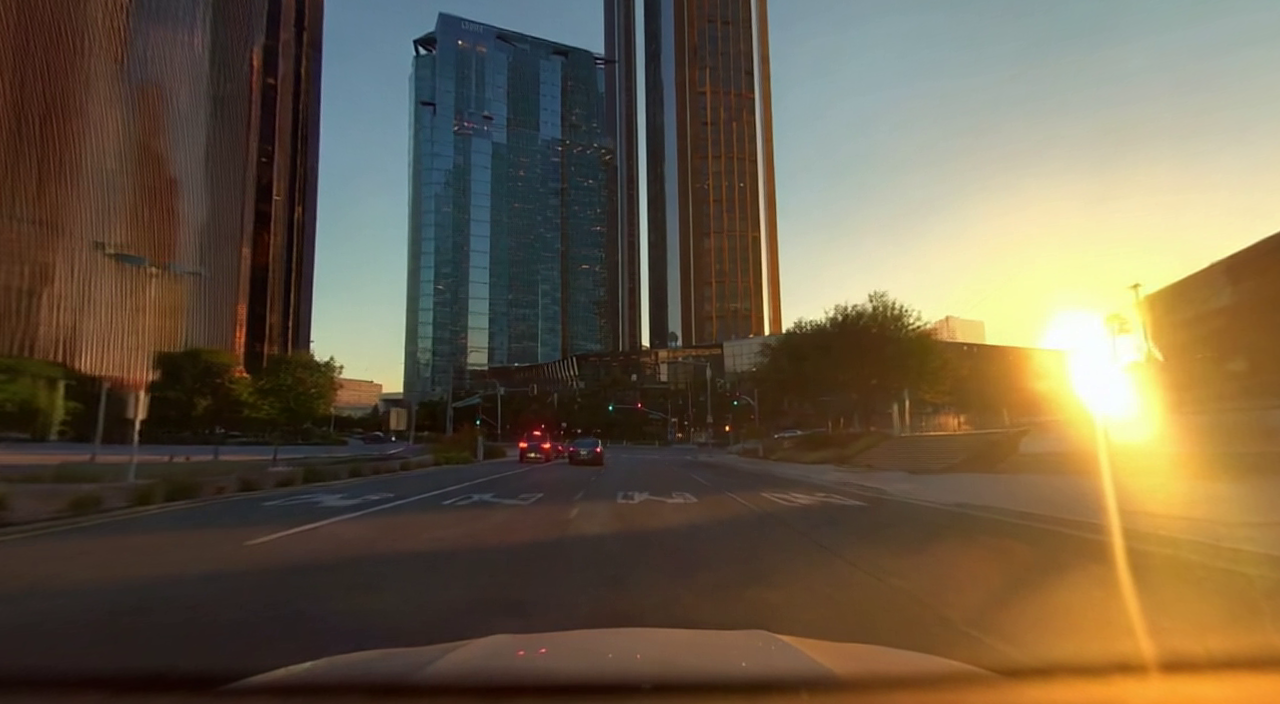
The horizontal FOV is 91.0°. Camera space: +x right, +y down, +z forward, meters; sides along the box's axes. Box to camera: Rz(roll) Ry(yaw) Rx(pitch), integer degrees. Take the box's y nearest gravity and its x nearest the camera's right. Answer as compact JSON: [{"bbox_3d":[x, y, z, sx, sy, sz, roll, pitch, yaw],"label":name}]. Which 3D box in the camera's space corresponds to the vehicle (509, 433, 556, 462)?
[{"bbox_3d":[-7.217,6.497,42.935,2.204,1.844,4.766,0,-9,2],"label":"vehicle"}]
